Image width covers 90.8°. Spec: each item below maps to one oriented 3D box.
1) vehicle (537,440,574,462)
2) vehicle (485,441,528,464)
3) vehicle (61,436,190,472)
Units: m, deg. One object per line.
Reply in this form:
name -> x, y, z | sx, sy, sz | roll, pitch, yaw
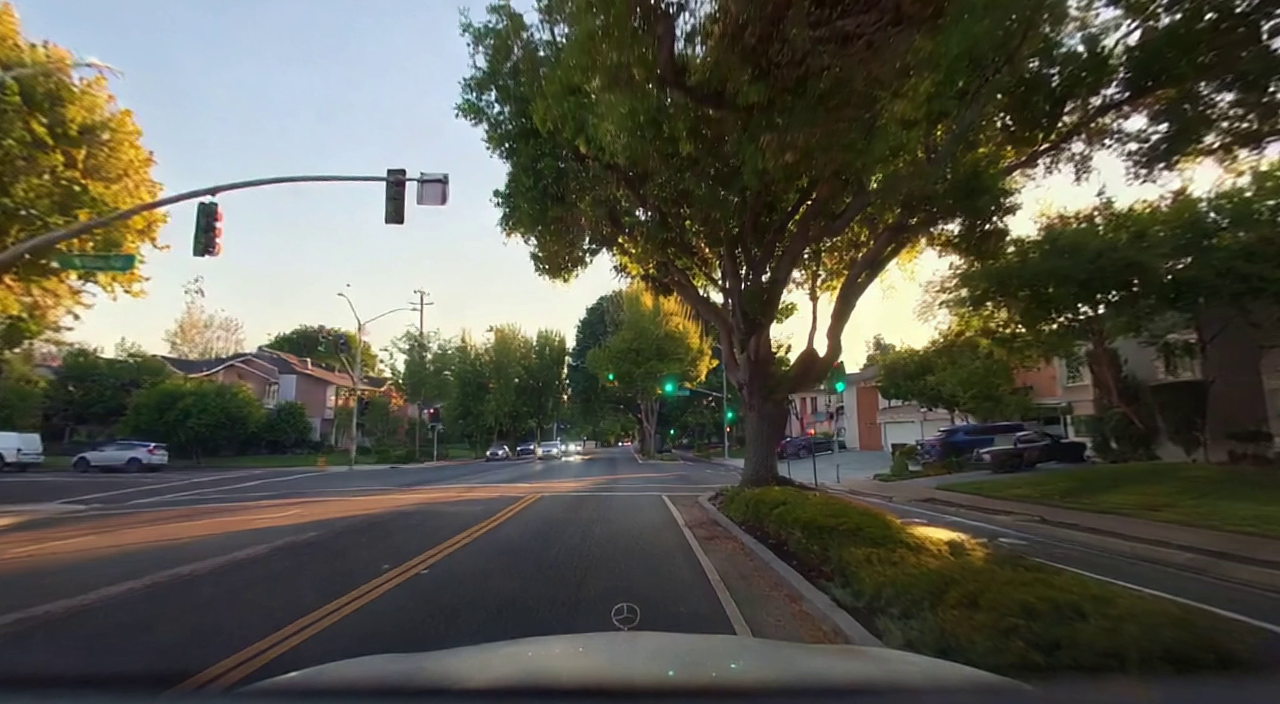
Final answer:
vehicle -> -5.867, 6.923, 44.391 | 2.003, 1.462, 4.220 | 0, -8, 1
vehicle -> -9.278, 7.022, 44.309 | 1.985, 1.475, 4.383 | 0, -8, 1
vehicle -> -27.068, 5.379, 33.389 | 4.802, 1.776, 2.090 | 1, -8, -6
